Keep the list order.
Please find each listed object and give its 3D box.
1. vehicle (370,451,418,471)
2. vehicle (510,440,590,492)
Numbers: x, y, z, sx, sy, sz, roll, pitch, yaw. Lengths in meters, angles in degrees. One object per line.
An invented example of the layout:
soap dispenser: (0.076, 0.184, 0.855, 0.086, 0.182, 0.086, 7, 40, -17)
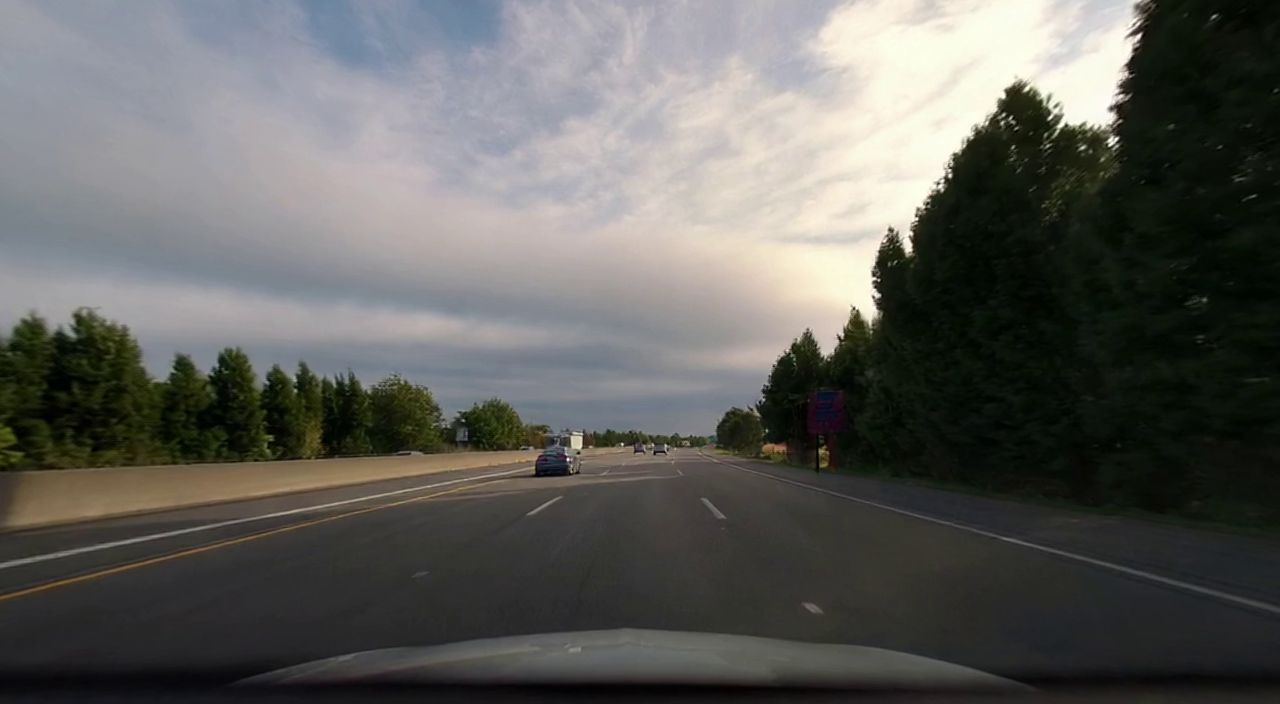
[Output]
vehicle: (-18.553, 8.253, 47.721, 2.031, 1.420, 3.675, -1, -9, 2)
vehicle: (-2.919, 3.822, 21.445, 1.959, 1.571, 4.313, -1, -9, 2)
